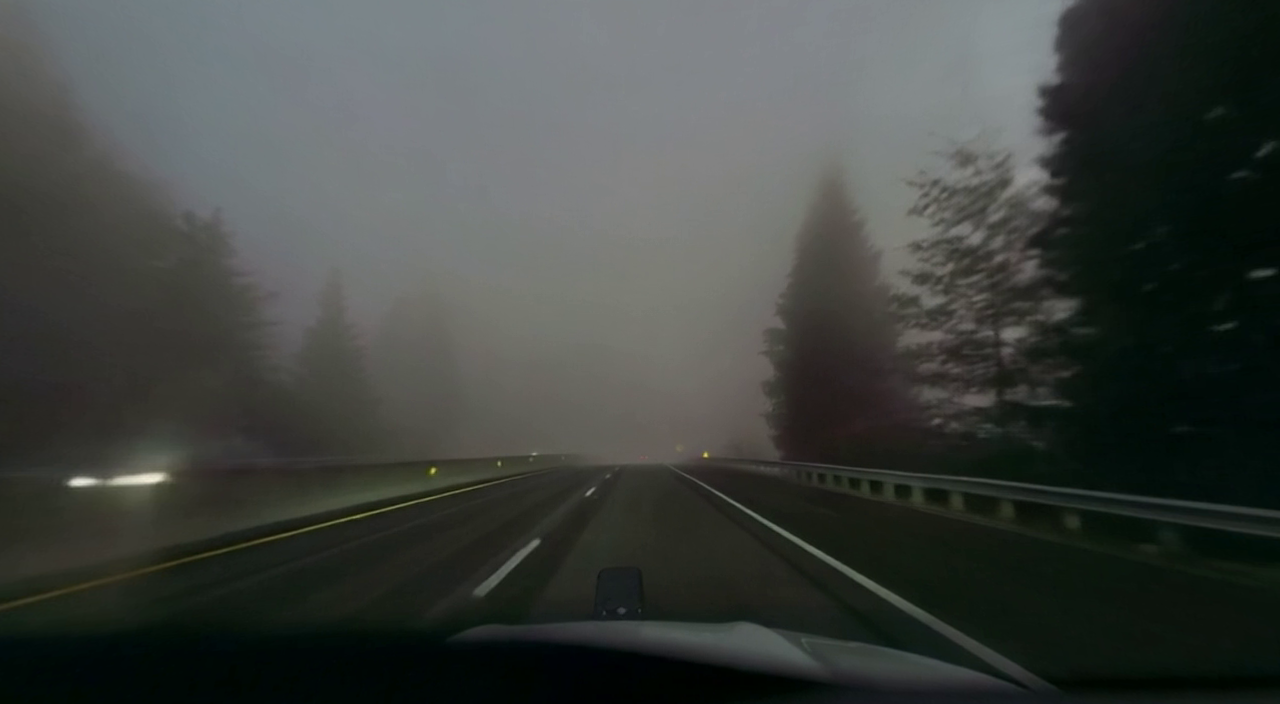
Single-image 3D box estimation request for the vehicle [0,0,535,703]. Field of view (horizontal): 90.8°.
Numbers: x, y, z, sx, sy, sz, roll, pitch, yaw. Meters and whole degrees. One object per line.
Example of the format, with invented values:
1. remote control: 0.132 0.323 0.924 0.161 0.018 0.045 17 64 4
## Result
1. vehicle: -3.802 0.503 6.805 2.939 3.731 14.269 0 -9 0
